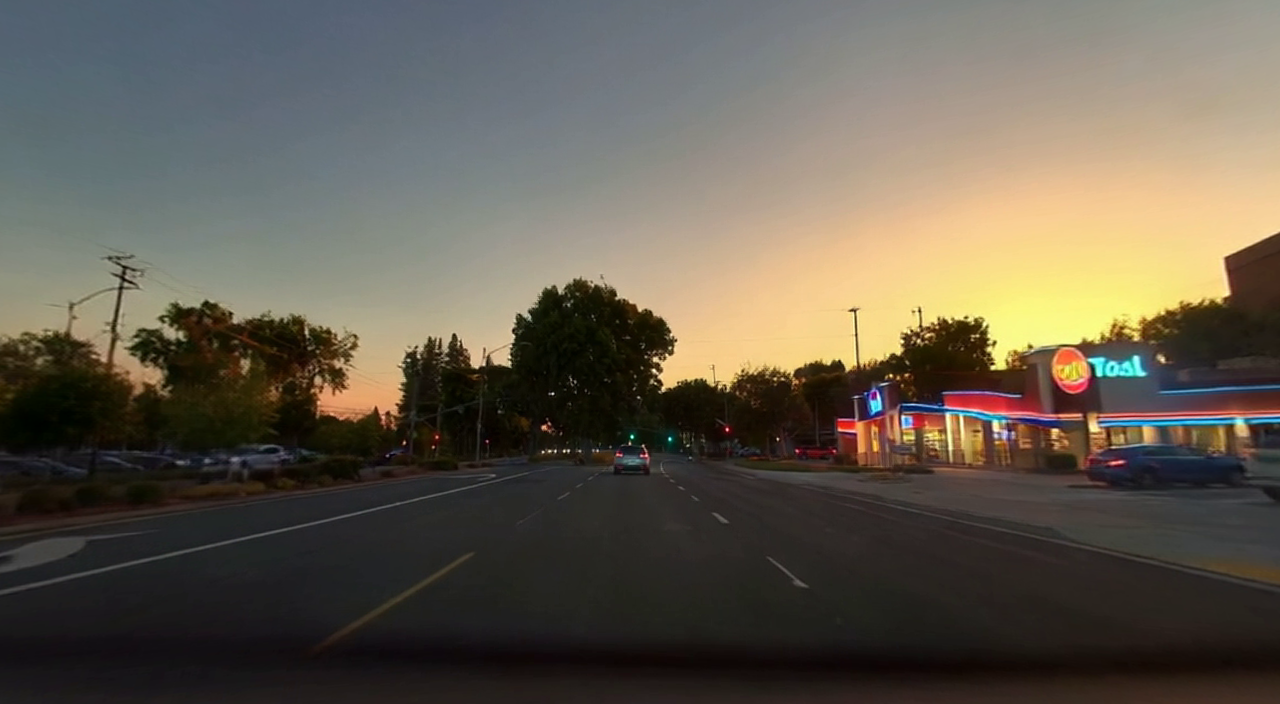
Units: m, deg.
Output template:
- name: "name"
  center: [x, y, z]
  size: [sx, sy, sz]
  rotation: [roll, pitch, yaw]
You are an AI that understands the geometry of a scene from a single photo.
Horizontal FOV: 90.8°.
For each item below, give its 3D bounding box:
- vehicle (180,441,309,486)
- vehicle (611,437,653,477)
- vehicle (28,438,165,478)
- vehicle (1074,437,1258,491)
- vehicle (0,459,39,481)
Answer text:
- name: "vehicle"
  center: [-20.083, 5.671, 32.581]
  size: [2.492, 2.083, 6.312]
  rotation: [0, -9, 0]
- name: "vehicle"
  center: [-0.396, 5.617, 34.008]
  size: [2.096, 1.961, 4.259]
  rotation: [0, -9, 0]
- name: "vehicle"
  center: [-33.006, 6.457, 38.620]
  size: [5.508, 2.313, 2.818]
  rotation: [2, -9, -14]
- name: "vehicle"
  center: [16.120, 3.455, 19.510]
  size: [4.026, 1.463, 1.826]
  rotation: [-1, -10, -2]
- name: "vehicle"
  center: [-45.556, 8.384, 44.994]
  size: [1.750, 1.432, 3.827]
  rotation: [0, -9, -1]
